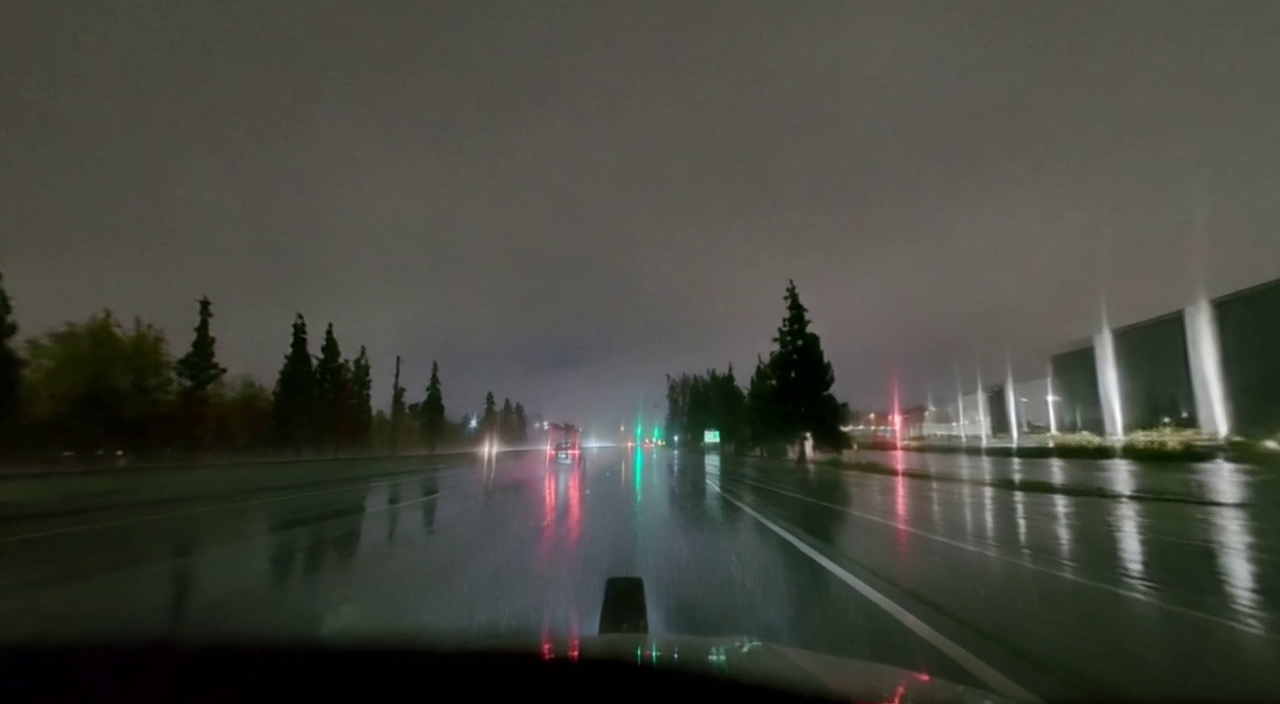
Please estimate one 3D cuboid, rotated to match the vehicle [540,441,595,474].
[{"bbox_3d":[-3.386,5.018,30.280,2.128,1.450,4.078,0,-8,1],"label":"vehicle"}]
